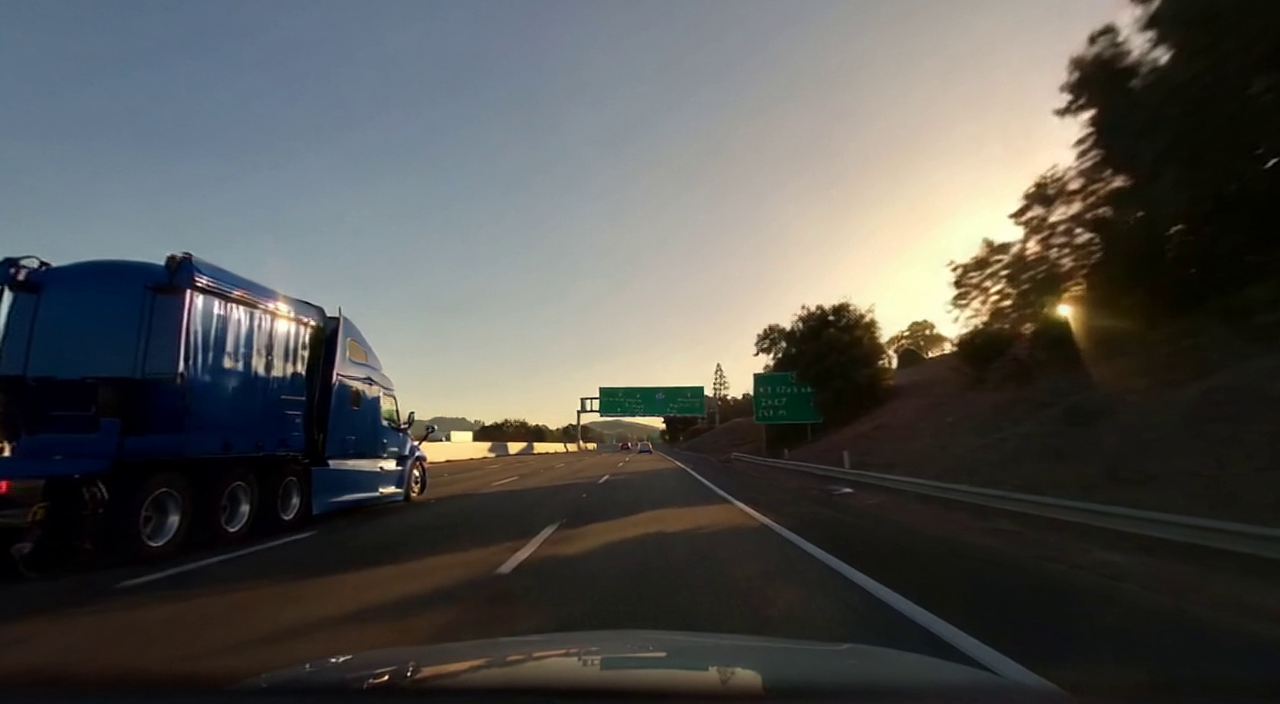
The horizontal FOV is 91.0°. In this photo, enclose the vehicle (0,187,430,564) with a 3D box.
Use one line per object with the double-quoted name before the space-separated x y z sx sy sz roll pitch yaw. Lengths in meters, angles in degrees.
"vehicle" -6.786 0.785 10.855 2.996 3.947 8.600 0 -8 2
